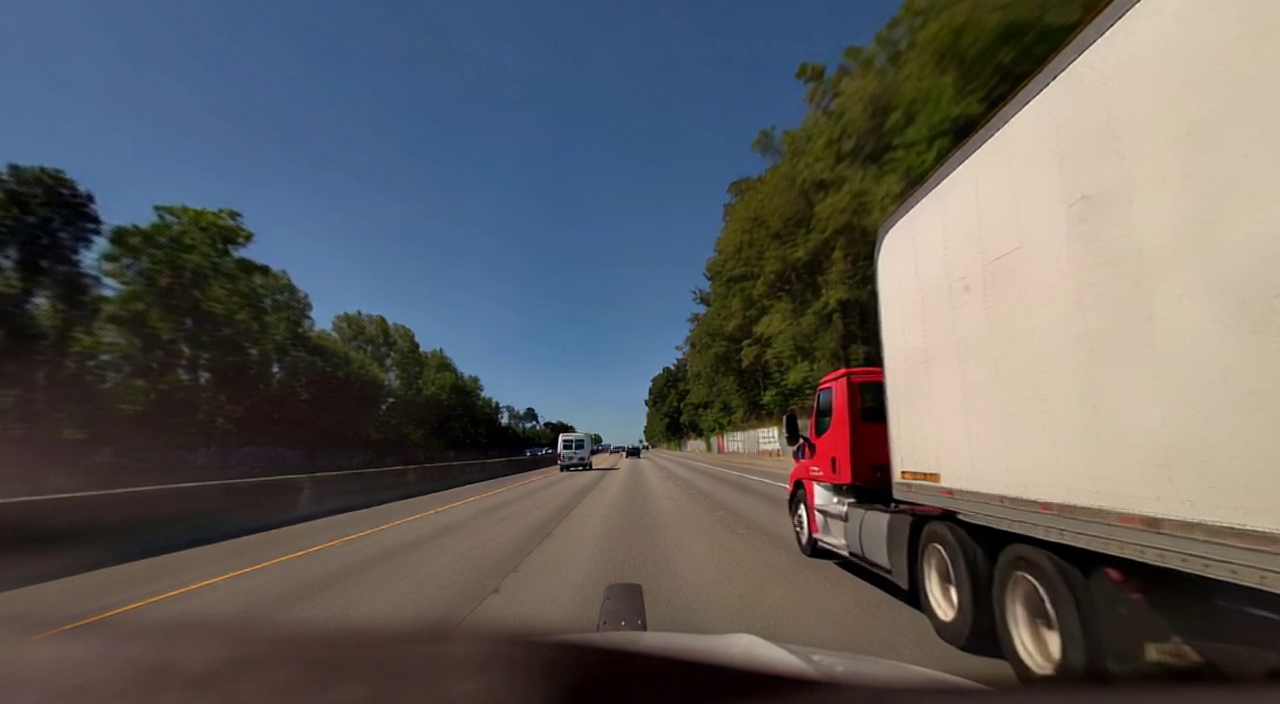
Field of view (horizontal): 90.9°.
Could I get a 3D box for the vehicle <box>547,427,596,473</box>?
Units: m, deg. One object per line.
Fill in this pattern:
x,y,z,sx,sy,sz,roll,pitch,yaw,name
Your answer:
-3.986,5.820,37.476,2.305,2.517,5.486,0,-9,0,vehicle
